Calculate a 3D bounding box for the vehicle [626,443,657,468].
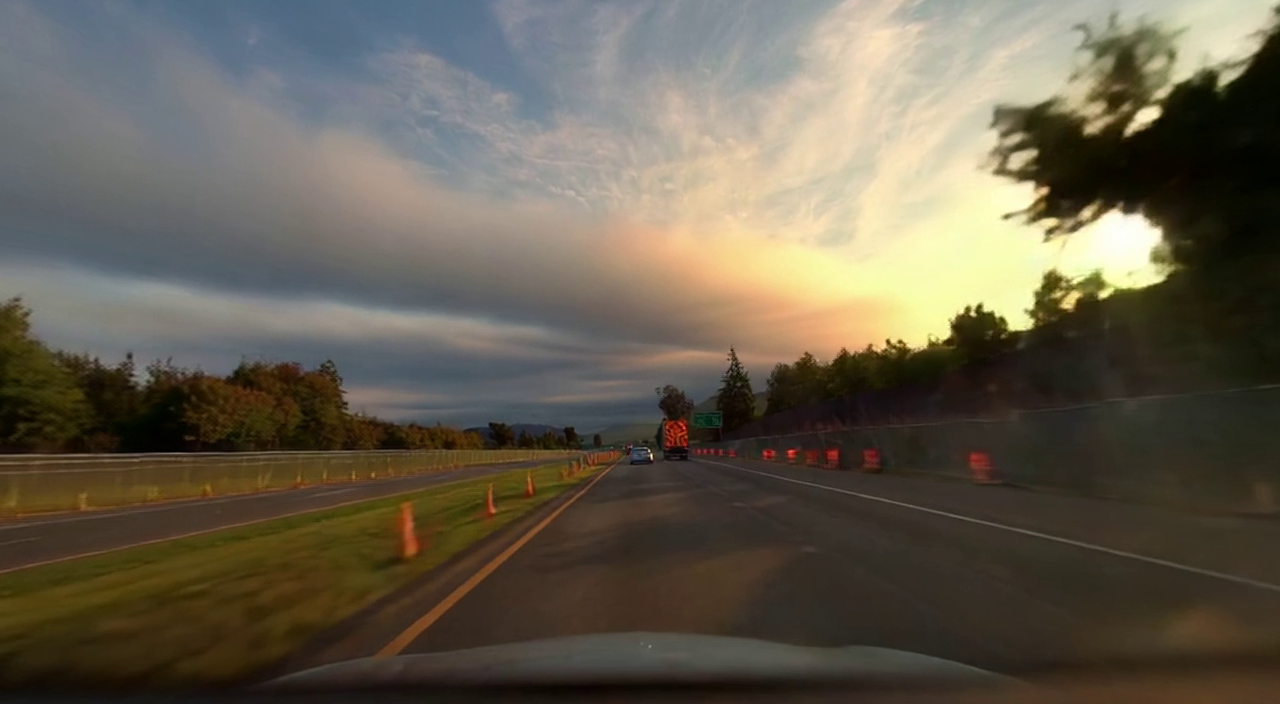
[{"bbox_3d":[0.077,6.998,42.755,2.065,1.573,3.734,0,-9,0],"label":"vehicle"}]
